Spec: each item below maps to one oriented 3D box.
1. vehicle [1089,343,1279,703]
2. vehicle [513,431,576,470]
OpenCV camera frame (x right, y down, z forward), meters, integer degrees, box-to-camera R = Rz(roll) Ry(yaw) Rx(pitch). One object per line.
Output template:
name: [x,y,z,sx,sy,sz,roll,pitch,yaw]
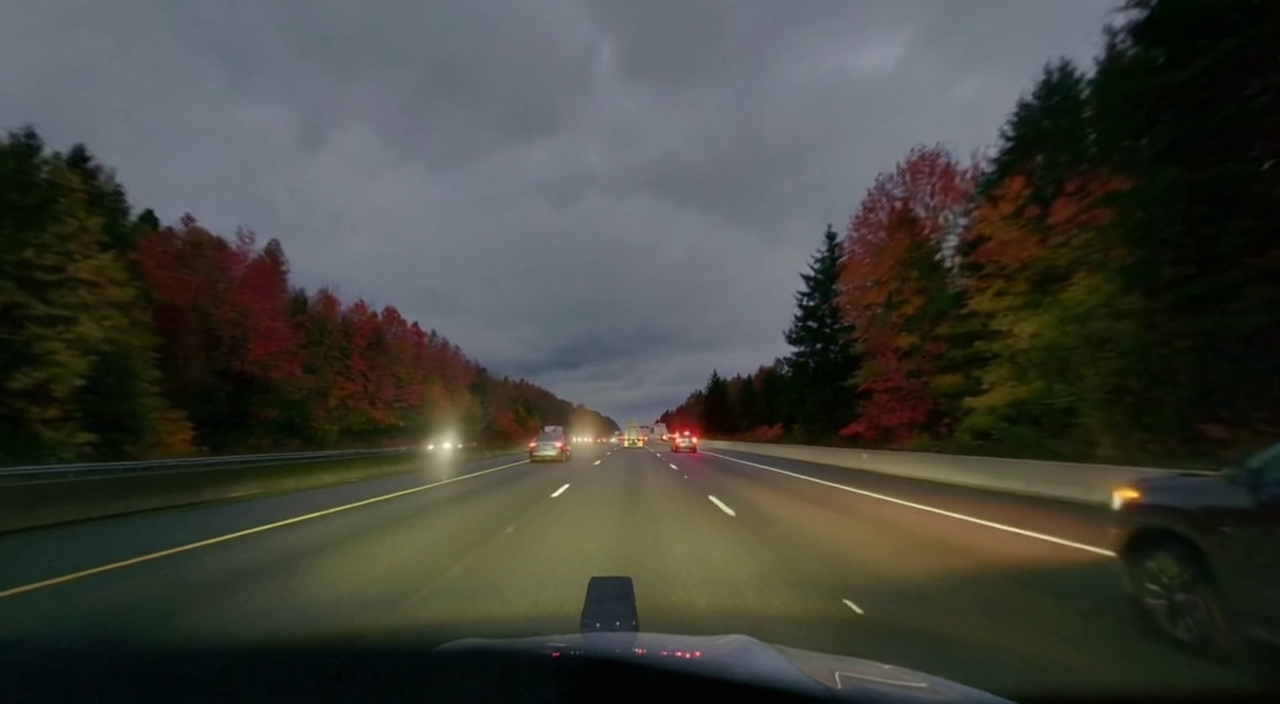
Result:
vehicle: [3.929,0.663,1.842,1.962,1.680,4.298,0,-8,-1]
vehicle: [-3.878,4.056,26.169,2.027,1.501,3.920,0,-8,-1]
